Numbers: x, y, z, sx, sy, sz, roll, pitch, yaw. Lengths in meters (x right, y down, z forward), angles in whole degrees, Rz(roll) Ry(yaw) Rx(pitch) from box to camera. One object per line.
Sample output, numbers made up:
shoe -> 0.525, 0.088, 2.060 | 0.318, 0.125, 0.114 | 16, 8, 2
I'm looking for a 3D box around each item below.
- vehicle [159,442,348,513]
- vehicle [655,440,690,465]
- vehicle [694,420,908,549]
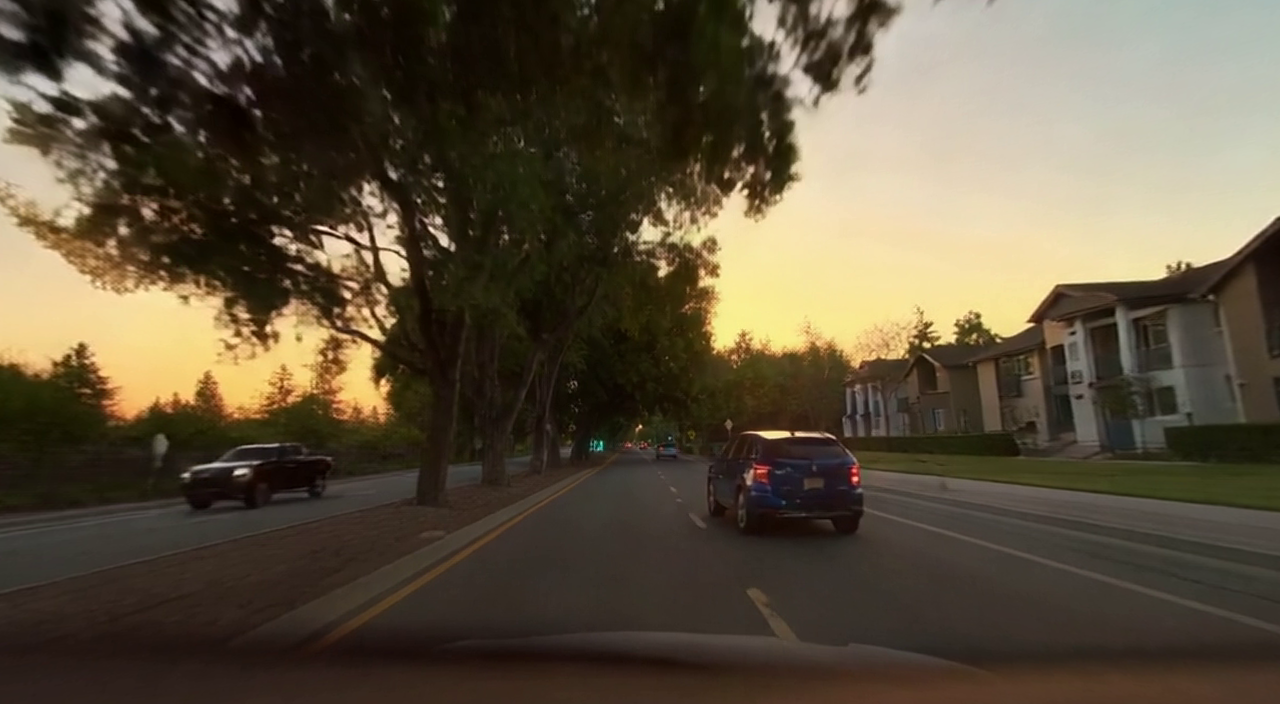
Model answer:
vehicle -> -11.645, 3.787, 19.767 | 2.248, 1.858, 5.854 | 0, -9, 0
vehicle -> 2.270, 7.219, 45.509 | 2.164, 1.725, 4.285 | 0, -9, -1
vehicle -> 2.230, 2.003, 10.260 | 2.066, 1.603, 4.475 | 0, -9, -3
